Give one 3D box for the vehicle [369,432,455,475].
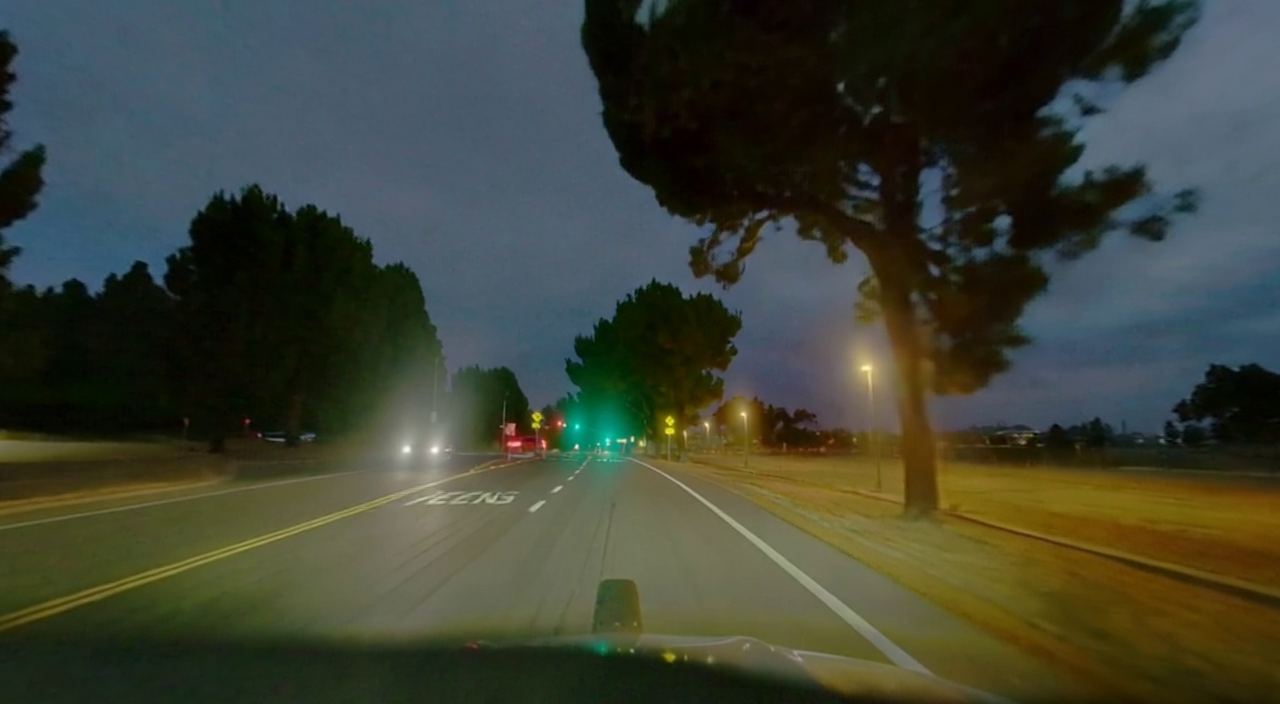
[{"bbox_3d":[-9.257,4.149,25.985,2.129,1.590,4.616,0,-8,-4],"label":"vehicle"}]
